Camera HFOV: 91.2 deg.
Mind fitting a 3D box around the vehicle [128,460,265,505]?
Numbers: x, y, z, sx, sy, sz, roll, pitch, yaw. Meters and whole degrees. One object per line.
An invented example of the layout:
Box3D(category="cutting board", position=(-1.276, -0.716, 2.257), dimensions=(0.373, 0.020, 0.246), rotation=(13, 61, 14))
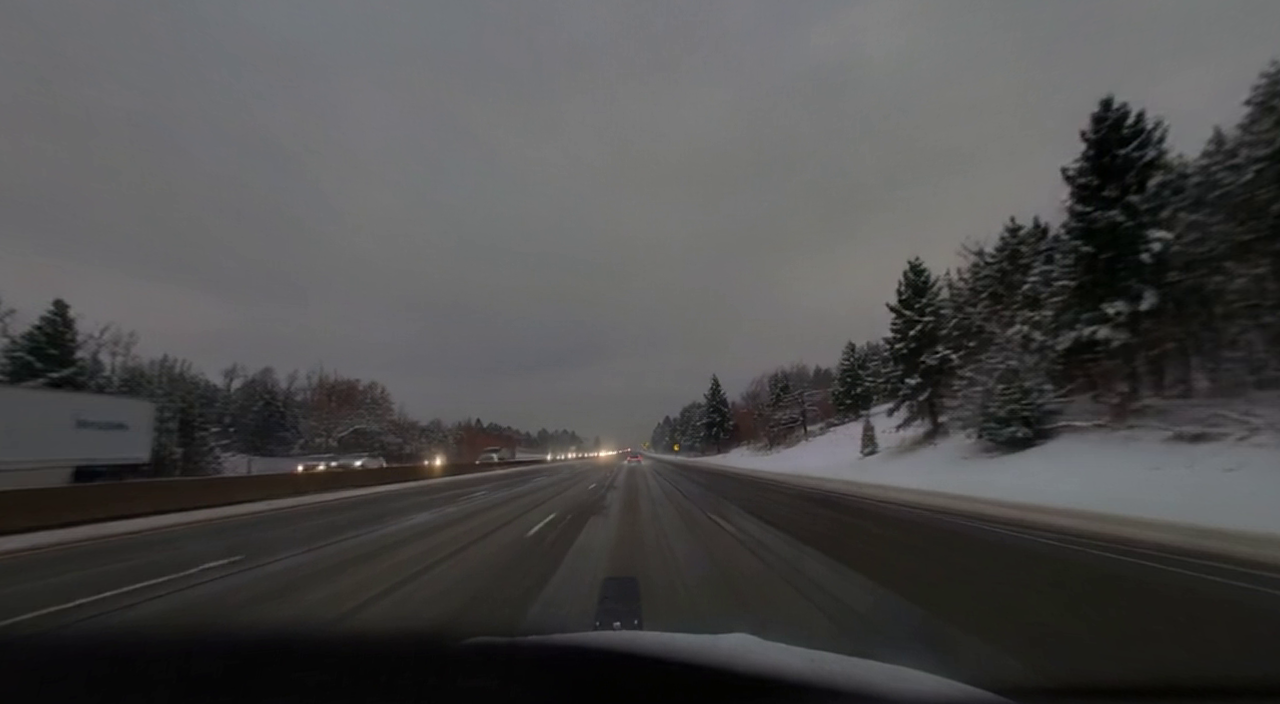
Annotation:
Box3D(category="vehicle", position=(-16.967, 4.970, 24.324), dimensions=(1.890, 1.499, 4.573), rotation=(0, -9, 1))

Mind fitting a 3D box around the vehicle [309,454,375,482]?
Box3D(category="vehicle", position=(-18.905, 7.359, 39.968), dimensions=(1.926, 1.583, 4.652), rotation=(0, -9, 0))

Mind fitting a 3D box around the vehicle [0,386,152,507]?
Box3D(category="vehicle", position=(-22.786, 3.037, 20.155), dimensions=(2.894, 4.016, 14.067), rotation=(0, -9, 0))
